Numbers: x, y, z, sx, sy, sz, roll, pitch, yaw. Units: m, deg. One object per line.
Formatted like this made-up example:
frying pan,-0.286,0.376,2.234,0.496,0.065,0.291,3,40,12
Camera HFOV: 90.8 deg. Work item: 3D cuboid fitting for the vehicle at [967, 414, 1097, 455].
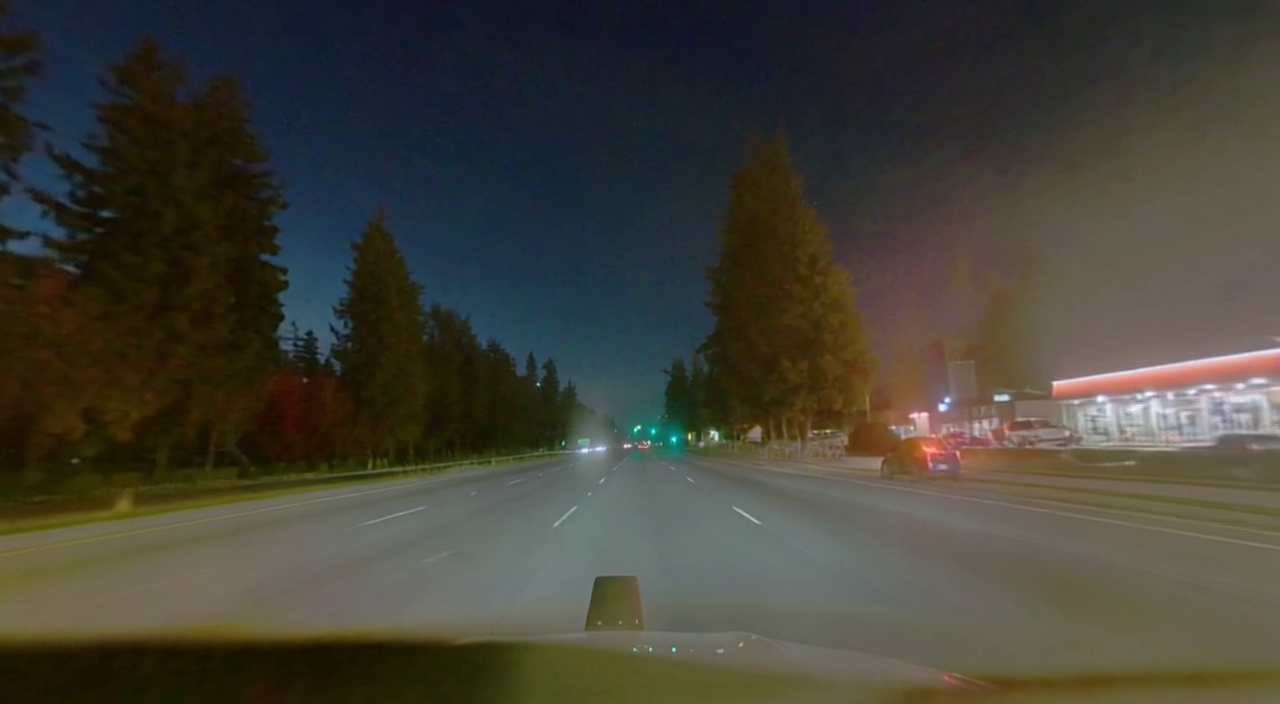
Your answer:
vehicle,26.642,5.665,43.186,7.147,2.712,2.343,0,-8,1
